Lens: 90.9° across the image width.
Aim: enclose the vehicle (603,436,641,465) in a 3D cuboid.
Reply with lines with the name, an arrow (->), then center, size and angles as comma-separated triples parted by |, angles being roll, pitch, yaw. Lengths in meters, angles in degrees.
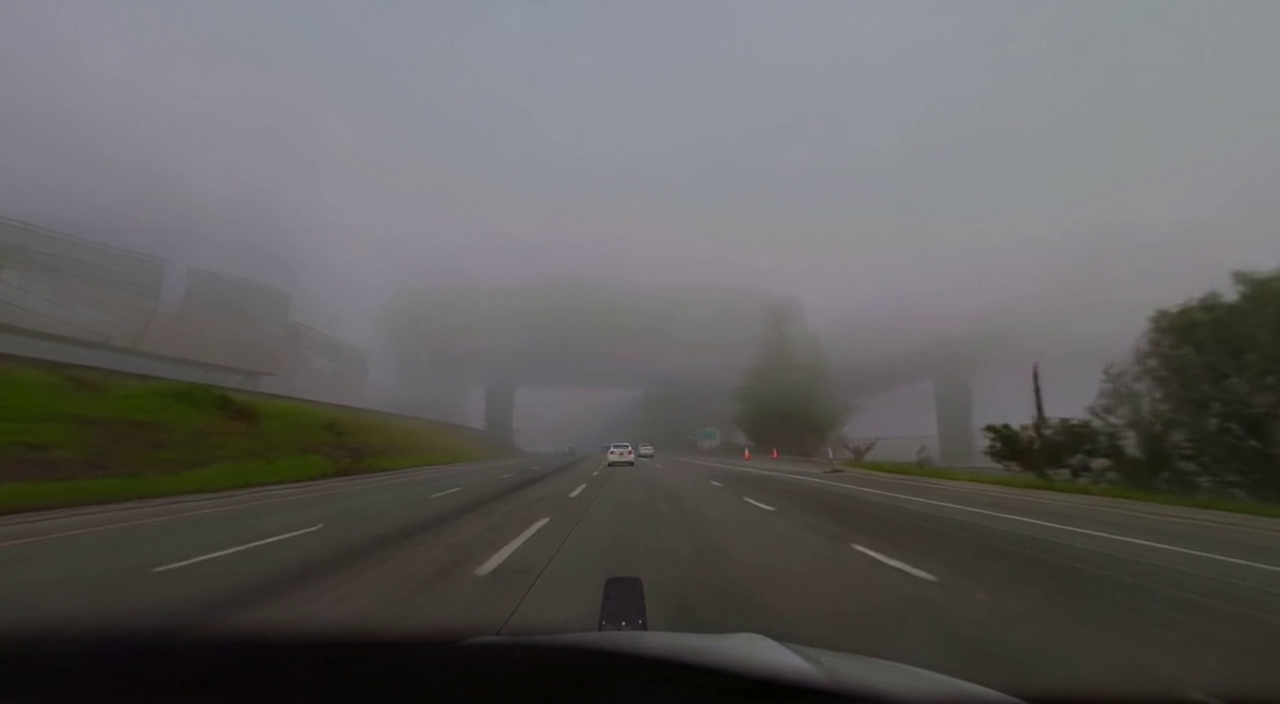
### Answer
vehicle -> -1.247, 6.480, 41.742 | 2.328, 1.805, 4.502 | 0, -8, -4
